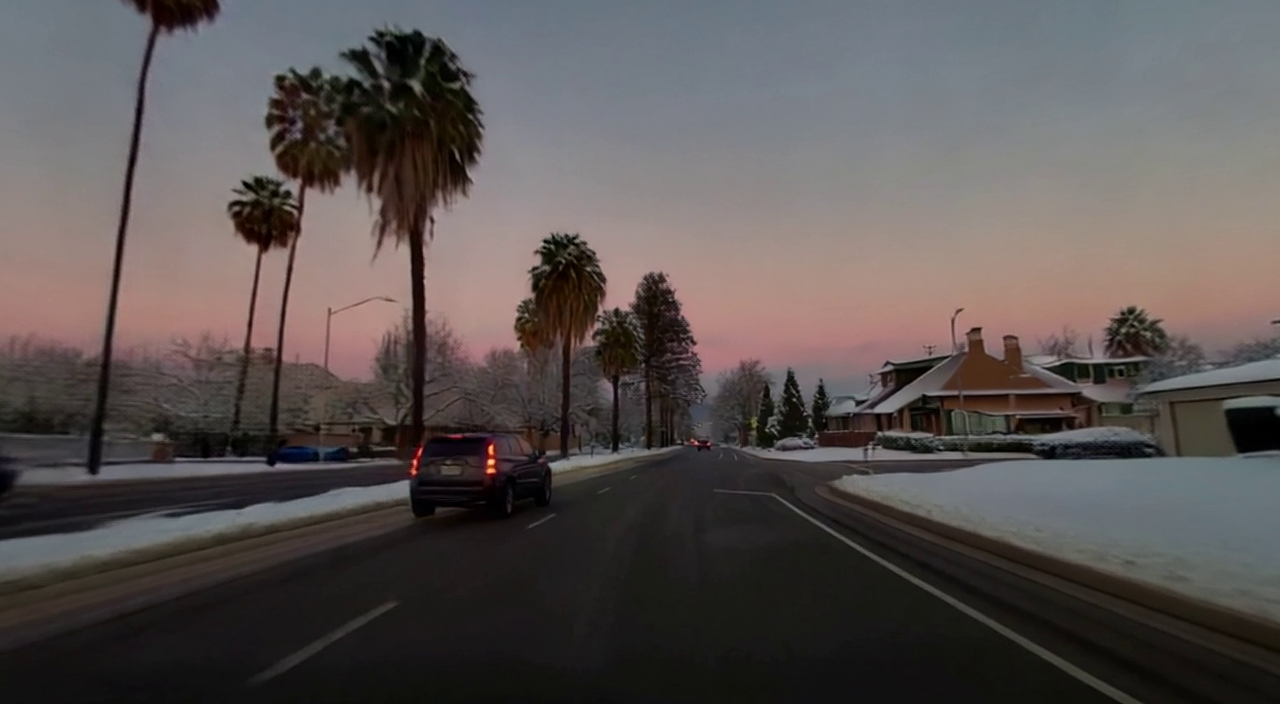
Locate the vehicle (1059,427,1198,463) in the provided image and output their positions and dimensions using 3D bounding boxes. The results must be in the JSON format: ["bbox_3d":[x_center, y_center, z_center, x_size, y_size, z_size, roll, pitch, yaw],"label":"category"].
[{"bbox_3d":[20.985,4.026,27.343,4.318,1.451,1.915,-4,-9,23],"label":"vehicle"}]

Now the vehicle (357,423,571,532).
[{"bbox_3d":[-2.749,2.107,11.255,2.075,1.498,4.730,-1,-8,5],"label":"vehicle"}]

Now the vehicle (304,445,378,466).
[{"bbox_3d":[-22.681,7.831,47.877,4.776,1.491,1.991,-2,-8,11],"label":"vehicle"}]

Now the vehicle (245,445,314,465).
[{"bbox_3d":[-28.222,8.020,49.359,4.447,1.484,1.845,-1,-8,10],"label":"vehicle"}]
